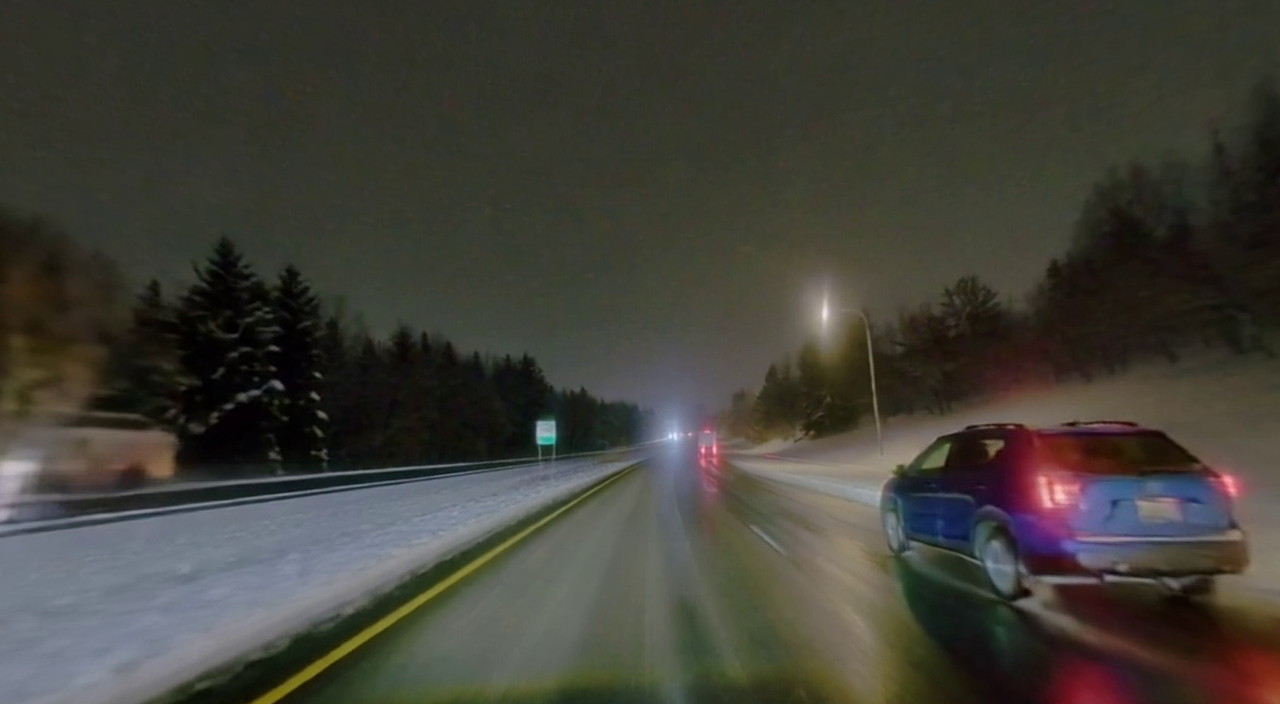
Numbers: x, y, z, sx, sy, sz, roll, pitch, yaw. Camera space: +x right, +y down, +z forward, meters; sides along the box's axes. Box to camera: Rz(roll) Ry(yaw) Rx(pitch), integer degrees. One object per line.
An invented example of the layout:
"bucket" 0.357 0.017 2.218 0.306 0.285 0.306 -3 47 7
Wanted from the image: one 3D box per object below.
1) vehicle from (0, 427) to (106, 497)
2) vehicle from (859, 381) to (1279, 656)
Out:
"vehicle" -17.097 2.852 16.365 2.176 1.729 4.737 -1 -8 2
"vehicle" 4.000 1.367 6.221 2.143 1.730 4.303 0 -8 1
